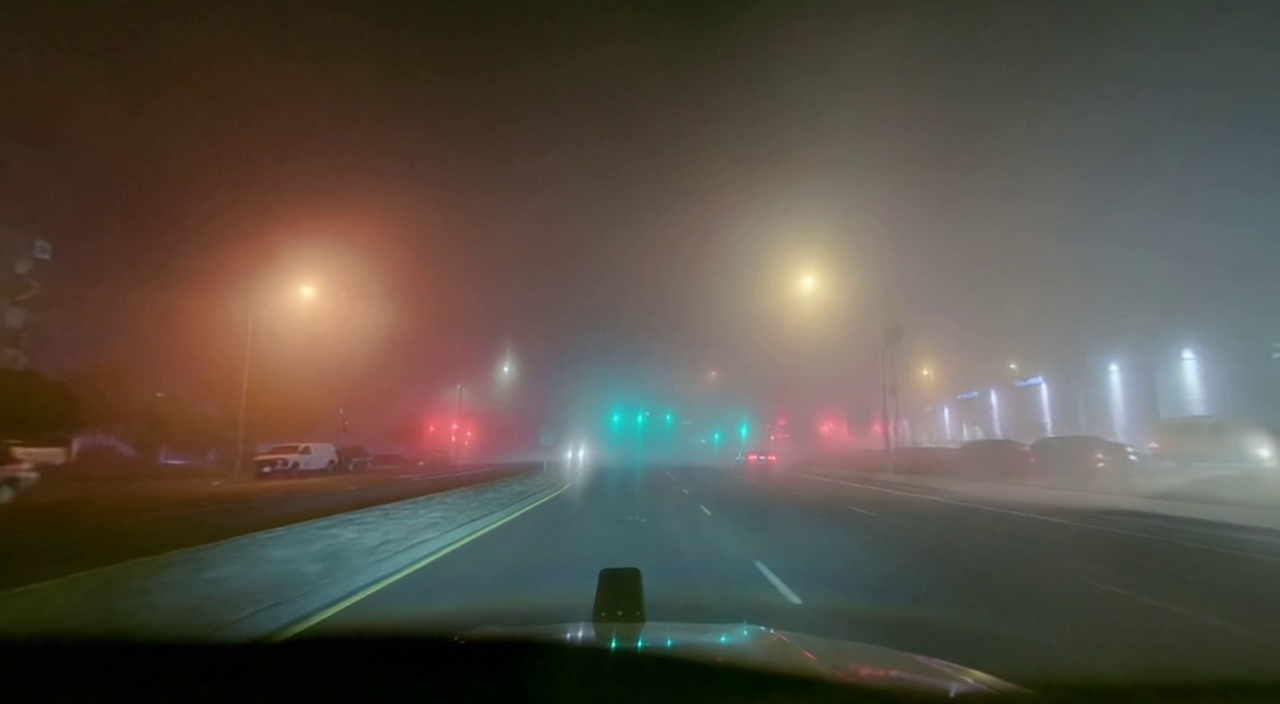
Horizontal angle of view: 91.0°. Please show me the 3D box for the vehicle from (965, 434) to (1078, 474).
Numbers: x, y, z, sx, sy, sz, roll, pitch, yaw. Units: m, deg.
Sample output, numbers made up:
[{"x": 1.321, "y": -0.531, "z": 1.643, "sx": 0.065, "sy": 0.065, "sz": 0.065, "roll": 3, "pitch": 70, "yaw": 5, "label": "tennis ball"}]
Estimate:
[{"x": 15.846, "y": 4.281, "z": 26.475, "sx": 1.899, "sy": 1.517, "sz": 4.378, "roll": 1, "pitch": -9, "yaw": -2, "label": "vehicle"}]

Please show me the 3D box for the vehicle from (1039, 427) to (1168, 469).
[{"x": 19.039, "y": 3.992, "z": 26.176, "sx": 1.882, "sy": 1.537, "sz": 4.418, "roll": 1, "pitch": -9, "yaw": -2, "label": "vehicle"}]

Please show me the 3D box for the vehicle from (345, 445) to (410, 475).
[{"x": -15.058, "y": 6.193, "z": 36.316, "sx": 1.917, "sy": 1.577, "sz": 3.995, "roll": 0, "pitch": -9, "yaw": 1, "label": "vehicle"}]

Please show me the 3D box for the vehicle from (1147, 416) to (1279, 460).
[{"x": 24.012, "y": 3.642, "z": 26.450, "sx": 1.888, "sy": 1.678, "sz": 4.074, "roll": 1, "pitch": -9, "yaw": -2, "label": "vehicle"}]

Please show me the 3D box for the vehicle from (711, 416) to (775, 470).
[{"x": 6.595, "y": 6.045, "z": 41.501, "sx": 2.802, "sy": 3.208, "sz": 7.459, "roll": 1, "pitch": -9, "yaw": -1, "label": "vehicle"}]

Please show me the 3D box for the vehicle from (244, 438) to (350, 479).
[{"x": -18.452, "y": 5.714, "z": 34.305, "sx": 2.390, "sy": 1.995, "sz": 5.895, "roll": 0, "pitch": -8, "yaw": 1, "label": "vehicle"}]

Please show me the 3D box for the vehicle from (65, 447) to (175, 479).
[{"x": -26.397, "y": 5.619, "z": 32.201, "sx": 1.847, "sy": 1.464, "sz": 4.374, "roll": 0, "pitch": -9, "yaw": 1, "label": "vehicle"}]

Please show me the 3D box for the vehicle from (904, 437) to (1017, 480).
[{"x": 12.796, "y": 4.290, "z": 25.577, "sx": 2.079, "sy": 1.541, "sz": 4.801, "roll": 0, "pitch": -9, "yaw": 0, "label": "vehicle"}]
